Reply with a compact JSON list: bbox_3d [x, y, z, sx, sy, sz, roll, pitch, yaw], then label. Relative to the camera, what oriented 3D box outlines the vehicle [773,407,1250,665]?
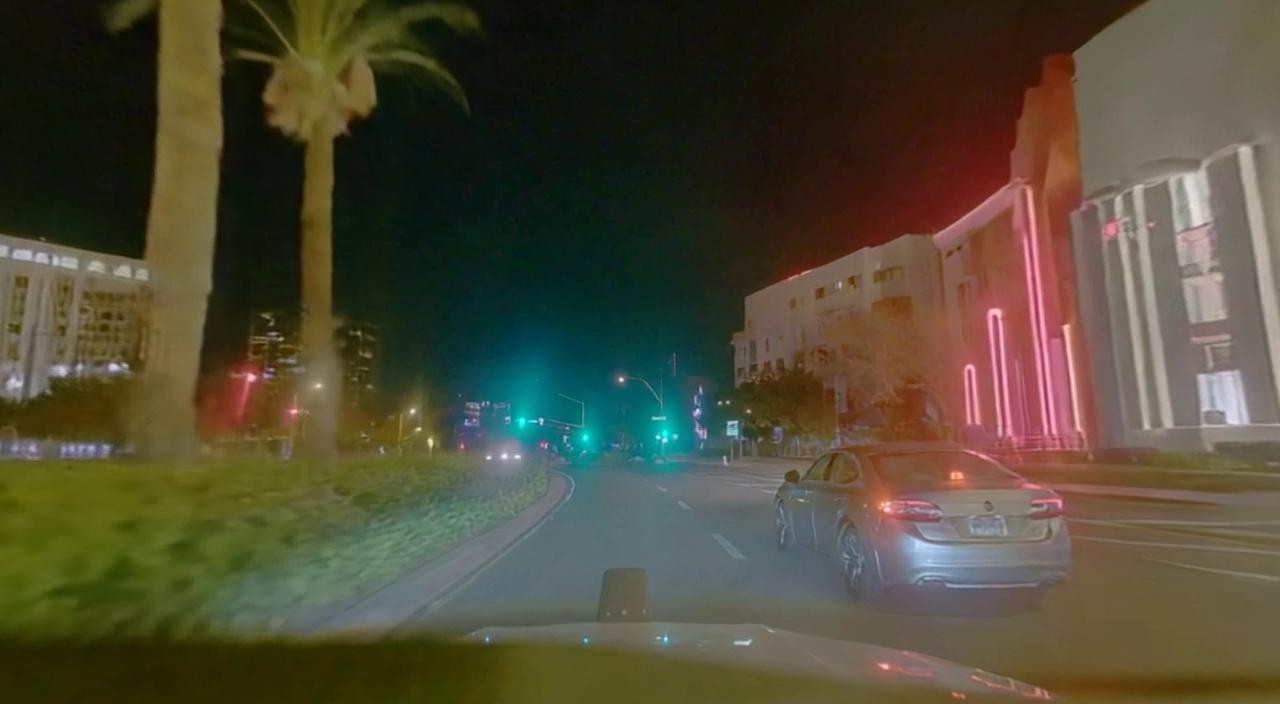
[{"bbox_3d":[2.741,1.440,6.072,1.867,1.554,4.301,0,-8,-2],"label":"vehicle"}]
